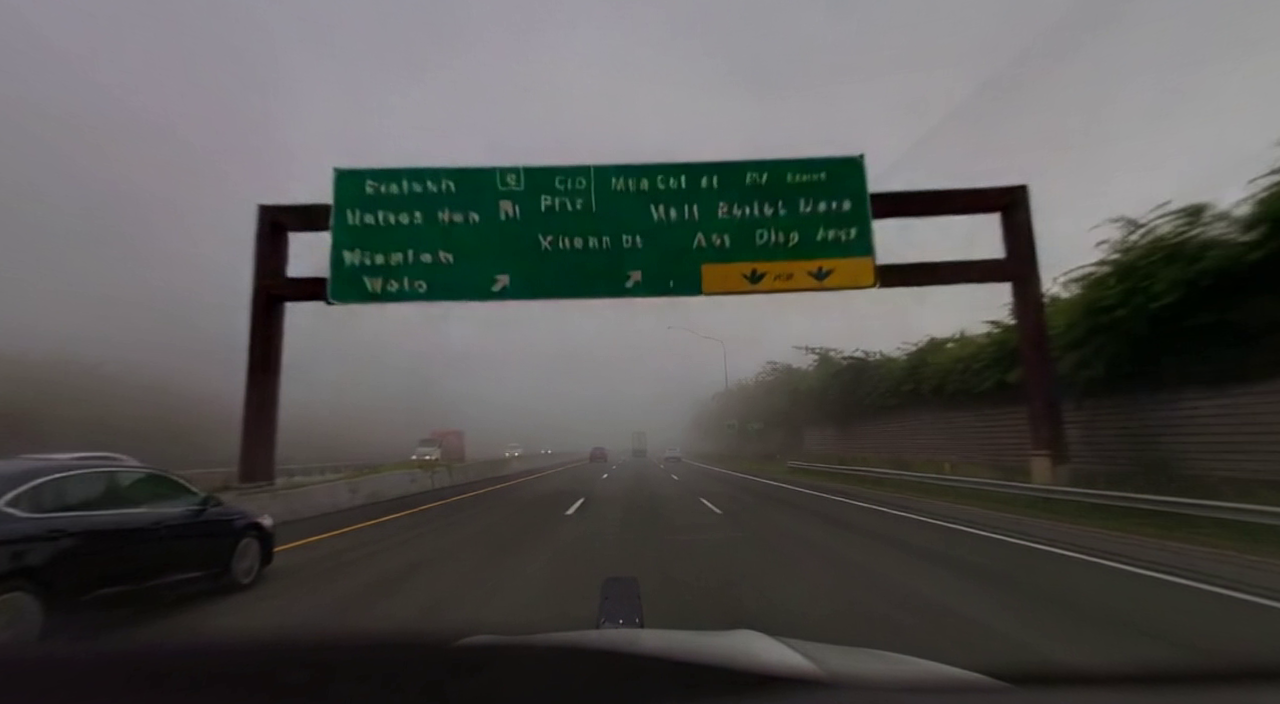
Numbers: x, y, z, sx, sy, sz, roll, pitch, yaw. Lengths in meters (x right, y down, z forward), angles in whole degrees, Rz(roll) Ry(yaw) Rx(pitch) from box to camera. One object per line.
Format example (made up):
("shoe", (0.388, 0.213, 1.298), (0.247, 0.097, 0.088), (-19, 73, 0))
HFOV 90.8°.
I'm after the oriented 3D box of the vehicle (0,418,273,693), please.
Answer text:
("vehicle", (-4.478, 1.121, 3.526), (2.016, 1.470, 4.691), (0, -9, 0))
